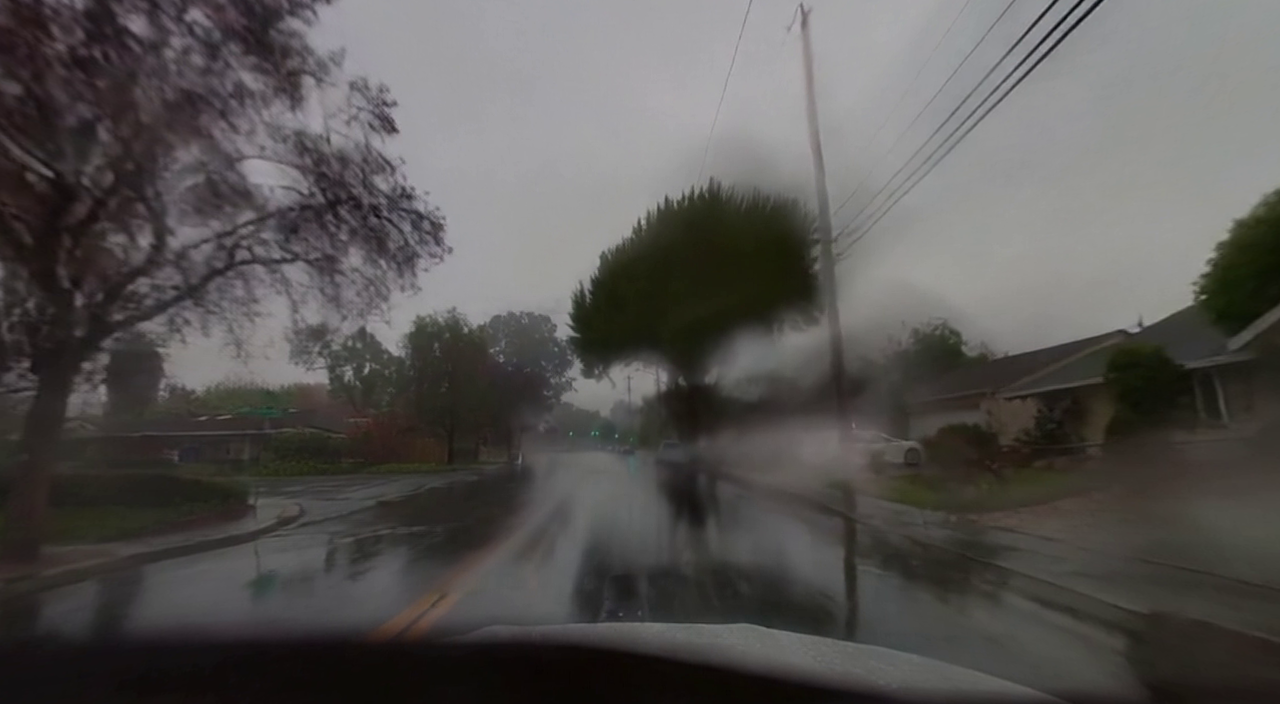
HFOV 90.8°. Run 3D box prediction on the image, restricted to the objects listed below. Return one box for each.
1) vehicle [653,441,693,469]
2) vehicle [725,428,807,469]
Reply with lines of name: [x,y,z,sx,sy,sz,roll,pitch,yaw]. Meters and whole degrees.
vehicle: [2.449,7.820,48.013,2.214,1.962,4.733,1,-9,-8]
vehicle: [8.393,6.476,42.511,4.801,2.139,2.164,-6,-8,-3]
